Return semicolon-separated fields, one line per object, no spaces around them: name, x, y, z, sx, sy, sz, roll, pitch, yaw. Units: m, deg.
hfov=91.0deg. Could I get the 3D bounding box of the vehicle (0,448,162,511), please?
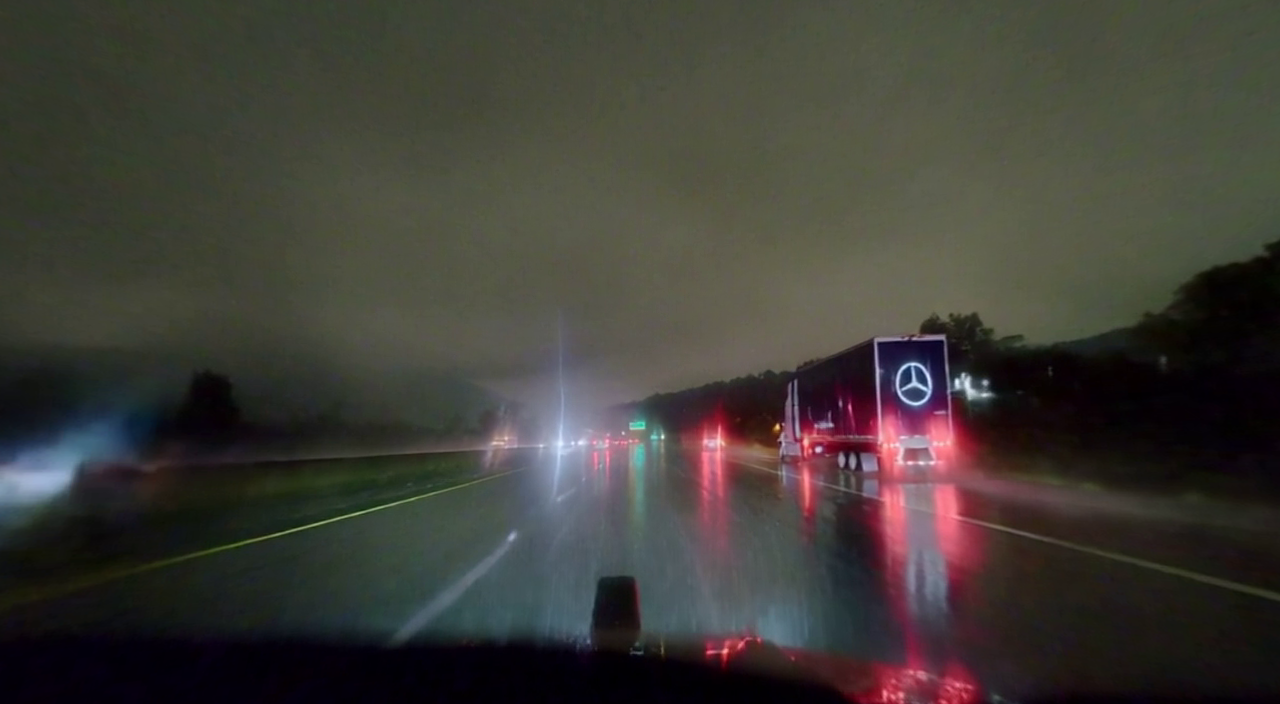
vehicle;-16.785;3.619;18.419;1.970;1.541;4.610;0;-8;0
